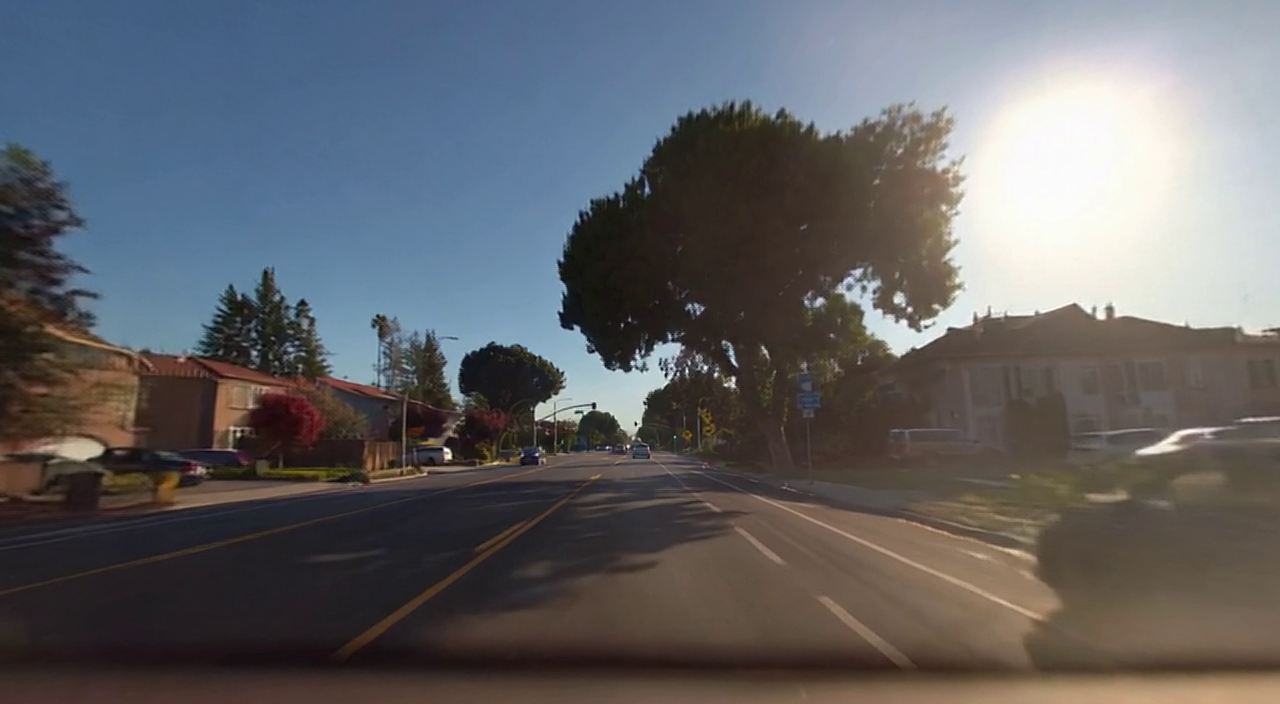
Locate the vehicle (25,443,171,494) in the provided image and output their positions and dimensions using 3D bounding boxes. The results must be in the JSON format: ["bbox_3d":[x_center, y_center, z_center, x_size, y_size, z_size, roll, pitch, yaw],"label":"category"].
[{"bbox_3d":[-21.648,4.622,25.280,4.052,1.641,1.939,-4,-7,-2],"label":"vehicle"}]

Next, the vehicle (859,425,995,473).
[{"bbox_3d":[12.527,4.268,27.785,4.857,1.987,2.296,0,-9,0],"label":"vehicle"}]

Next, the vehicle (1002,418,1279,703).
[{"bbox_3d":[4.560,1.096,3.095,2.154,1.550,5.785,0,-9,0],"label":"vehicle"}]

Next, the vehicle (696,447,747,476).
[{"bbox_3d":[4.518,6.144,35.640,1.968,1.467,5.107,0,-9,-3],"label":"vehicle"}]
